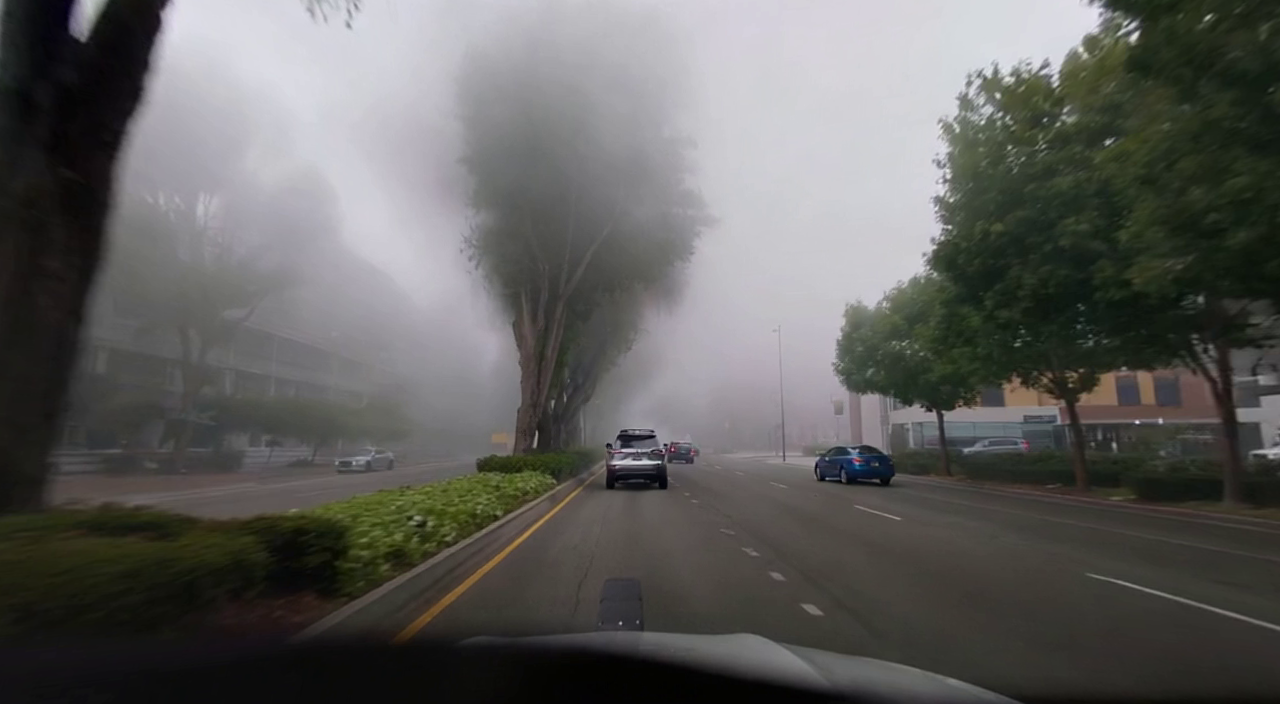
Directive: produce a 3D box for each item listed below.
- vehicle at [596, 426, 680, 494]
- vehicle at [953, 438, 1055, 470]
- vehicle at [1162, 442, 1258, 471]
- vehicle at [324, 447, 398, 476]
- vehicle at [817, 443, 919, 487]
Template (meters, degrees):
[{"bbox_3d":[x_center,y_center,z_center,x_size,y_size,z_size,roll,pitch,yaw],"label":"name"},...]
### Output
[{"bbox_3d":[-0.079,3.250,19.259,2.277,1.816,4.192,0,-9,-1],"label":"vehicle"},{"bbox_3d":[19.501,5.470,33.962,4.333,1.521,1.824,-2,-7,0],"label":"vehicle"},{"bbox_3d":[34.680,6.355,38.617,1.842,1.607,4.605,0,-9,5],"label":"vehicle"},{"bbox_3d":[-15.372,6.064,35.156,1.985,1.486,4.691,0,-9,0],"label":"vehicle"},{"bbox_3d":[8.325,4.163,23.586,2.002,1.456,4.631,0,-9,-1],"label":"vehicle"}]
